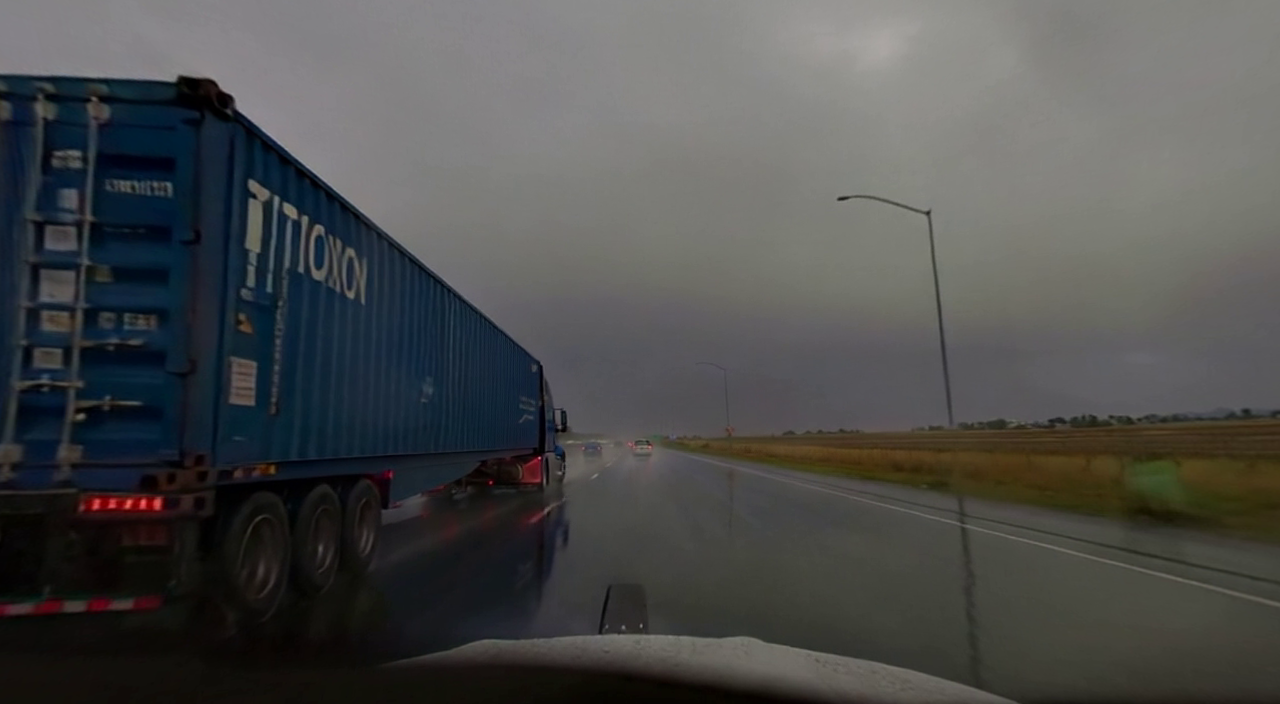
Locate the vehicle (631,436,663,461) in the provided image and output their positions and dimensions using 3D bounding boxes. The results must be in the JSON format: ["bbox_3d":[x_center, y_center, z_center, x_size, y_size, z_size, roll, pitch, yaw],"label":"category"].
[{"bbox_3d":[0.450,6.813,44.603,2.136,1.718,4.157,0,-8,0],"label":"vehicle"}]

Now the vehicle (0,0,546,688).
[{"bbox_3d":[-3.997,0.720,10.192,2.840,4.032,13.388,0,-8,0],"label":"vehicle"}]
